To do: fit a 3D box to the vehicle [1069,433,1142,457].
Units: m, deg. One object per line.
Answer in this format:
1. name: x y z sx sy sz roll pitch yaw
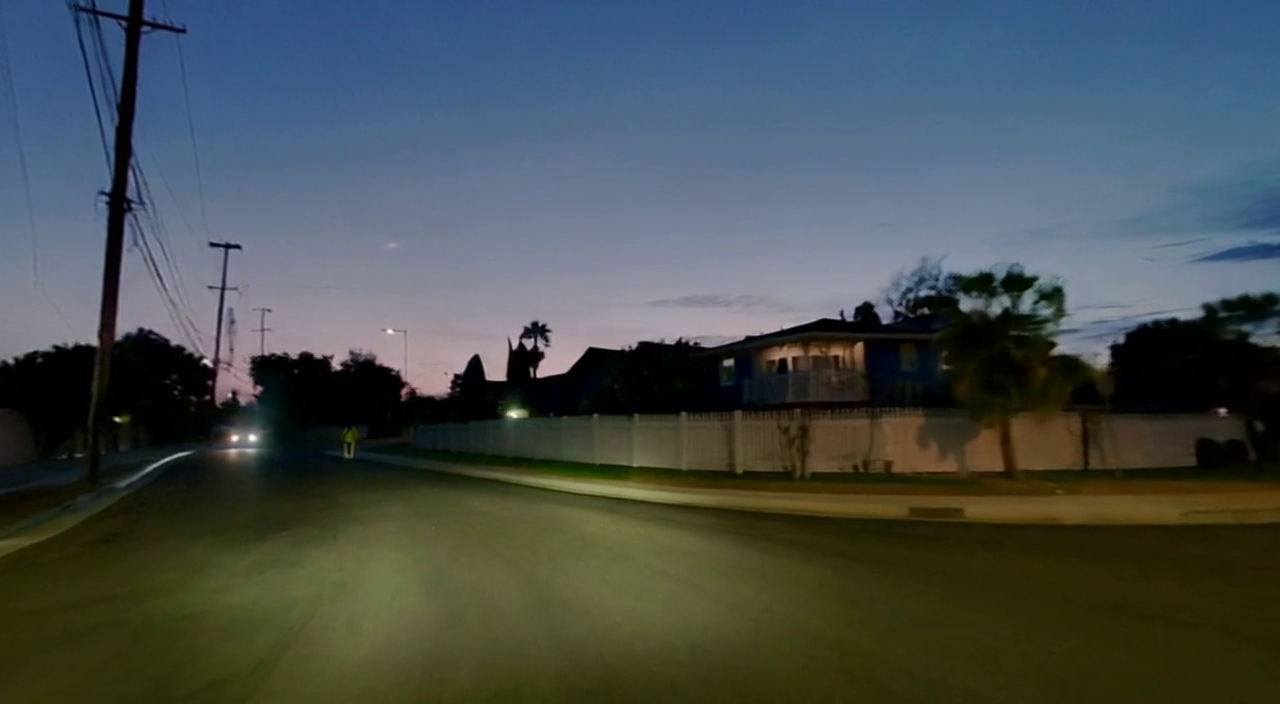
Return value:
1. vehicle: 30.547 6.114 41.481 3.581 1.474 1.702 -7 -11 42
